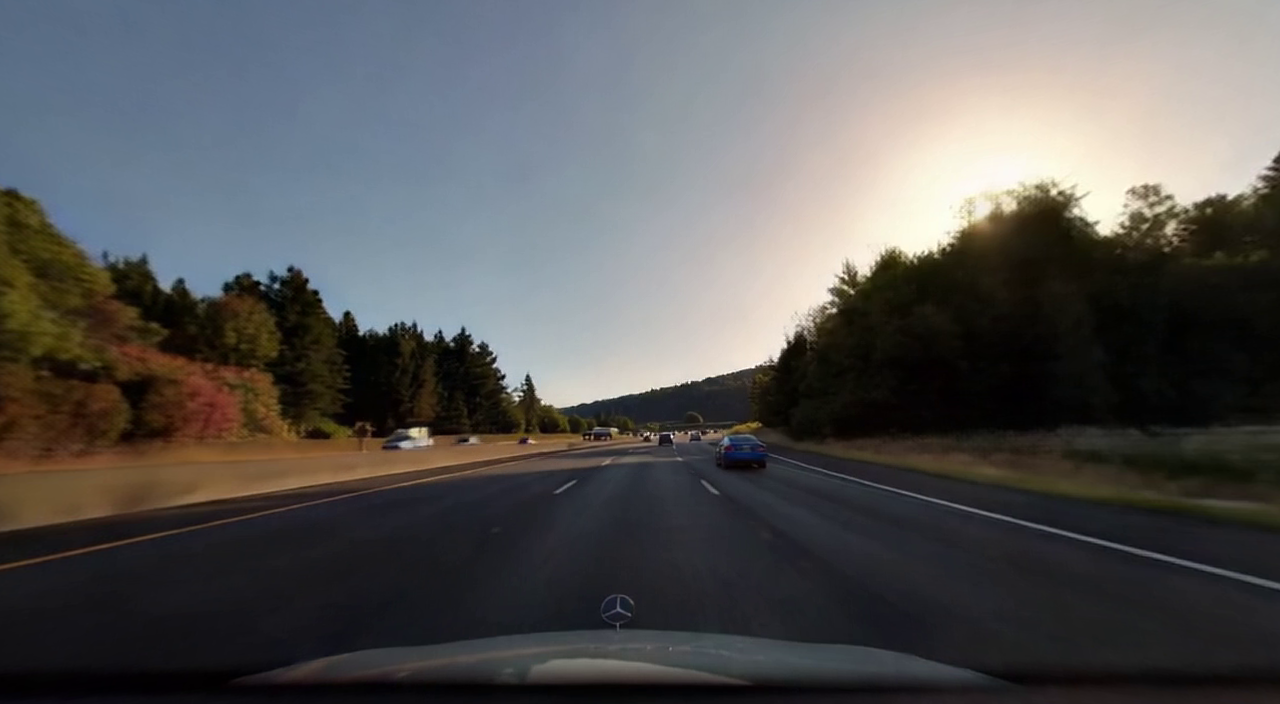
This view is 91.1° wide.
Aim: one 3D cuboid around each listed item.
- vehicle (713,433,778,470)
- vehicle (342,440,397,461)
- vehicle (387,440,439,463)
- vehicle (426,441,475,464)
[{"bbox_3d":[4.412,4.224,26.989,1.982,1.452,4.294,0,-8,-1],"label":"vehicle"},{"bbox_3d":[-19.369,7.050,45.247,1.826,1.456,4.471,0,-8,2],"label":"vehicle"},{"bbox_3d":[-15.693,6.856,43.710,1.817,1.467,4.429,0,-8,2],"label":"vehicle"},{"bbox_3d":[-12.093,6.436,40.431,1.832,1.414,3.704,0,-8,3],"label":"vehicle"}]
